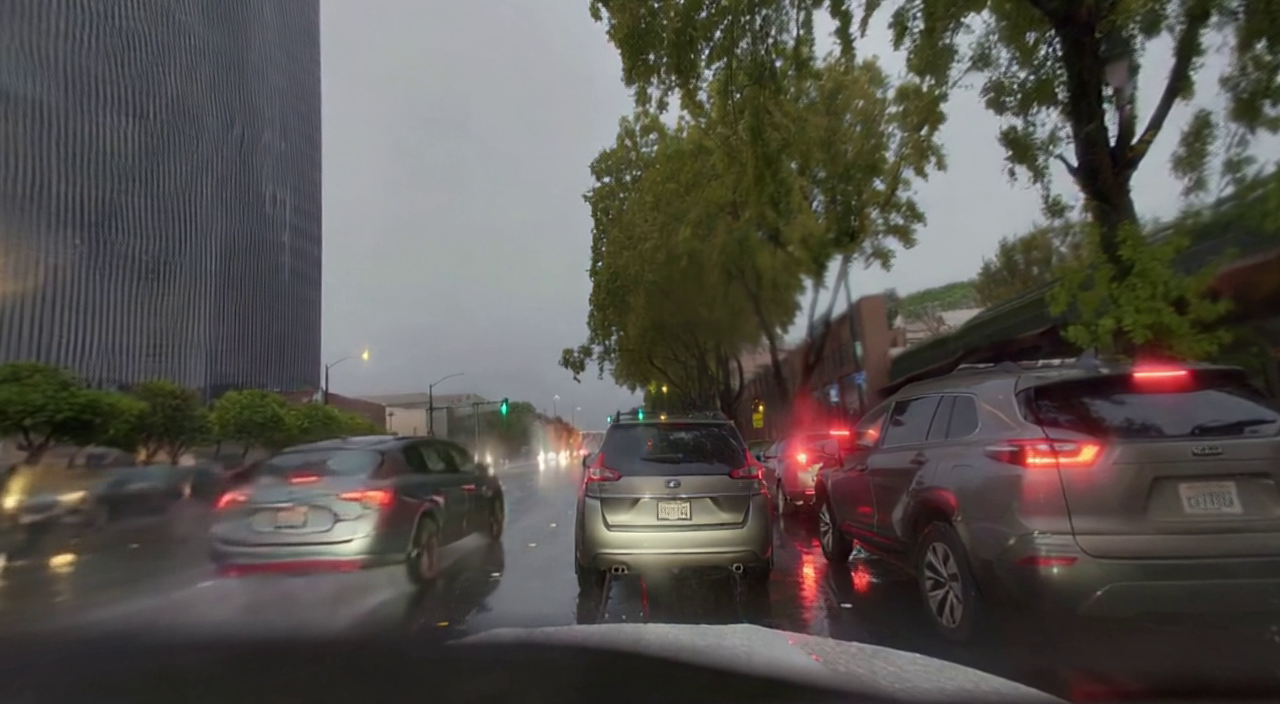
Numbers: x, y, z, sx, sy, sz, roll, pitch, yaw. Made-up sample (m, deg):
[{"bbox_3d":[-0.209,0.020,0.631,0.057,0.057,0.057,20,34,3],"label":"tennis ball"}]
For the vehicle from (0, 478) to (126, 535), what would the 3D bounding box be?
[{"bbox_3d":[-22.637,5.772,24.030,1.975,1.698,4.715,0,-9,2],"label":"vehicle"}]

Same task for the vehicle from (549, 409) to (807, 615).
[{"bbox_3d":[0.242,1.540,6.865,2.045,1.608,3.573,0,-9,-2],"label":"vehicle"}]

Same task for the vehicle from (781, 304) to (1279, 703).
[{"bbox_3d":[2.756,1.079,4.914,2.117,1.855,4.794,0,-9,-1],"label":"vehicle"}]

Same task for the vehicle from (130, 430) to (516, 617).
[{"bbox_3d":[-3.029,1.737,7.494,2.088,1.483,4.708,0,-9,1],"label":"vehicle"}]
